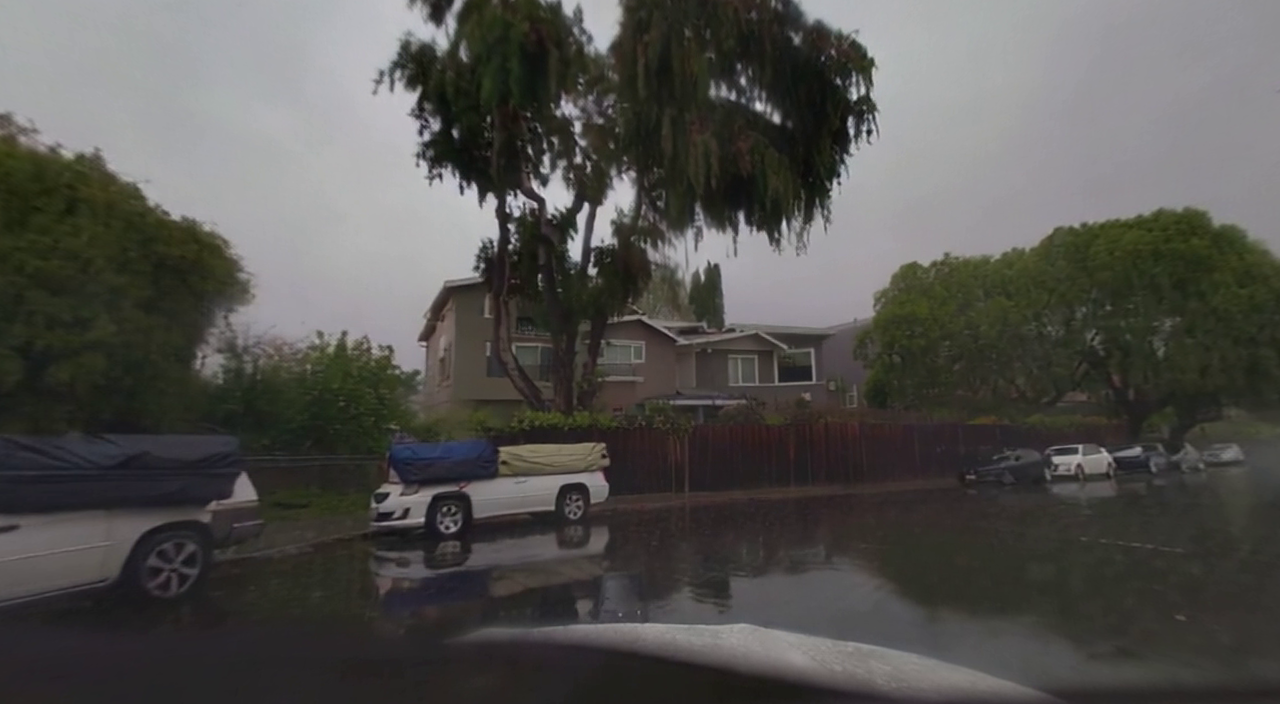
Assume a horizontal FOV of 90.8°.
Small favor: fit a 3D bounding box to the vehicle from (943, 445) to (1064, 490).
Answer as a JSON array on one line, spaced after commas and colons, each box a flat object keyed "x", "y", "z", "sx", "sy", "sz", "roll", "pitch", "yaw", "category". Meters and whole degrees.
[{"x": 13.294, "y": 4.124, "z": 22.990, "sx": 4.731, "sy": 1.478, "sz": 1.930, "roll": 6, "pitch": -10, "yaw": -35, "category": "vehicle"}]

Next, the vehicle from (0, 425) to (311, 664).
[{"x": -4.922, "y": 1.393, "z": 4.733, "sx": 1.943, "sy": 1.475, "sz": 4.701, "roll": -4, "pitch": -11, "yaw": 8, "category": "vehicle"}]

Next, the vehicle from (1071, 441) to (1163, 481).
[{"x": 21.803, "y": 4.941, "z": 28.852, "sx": 4.221, "sy": 1.673, "sz": 1.918, "roll": 5, "pitch": -10, "yaw": -33, "category": "vehicle"}]

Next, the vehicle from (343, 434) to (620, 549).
[{"x": -2.517, "y": 2.249, "z": 10.964, "sx": 2.082, "sy": 1.547, "sz": 4.217, "roll": -7, "pitch": -11, "yaw": 39, "category": "vehicle"}]
